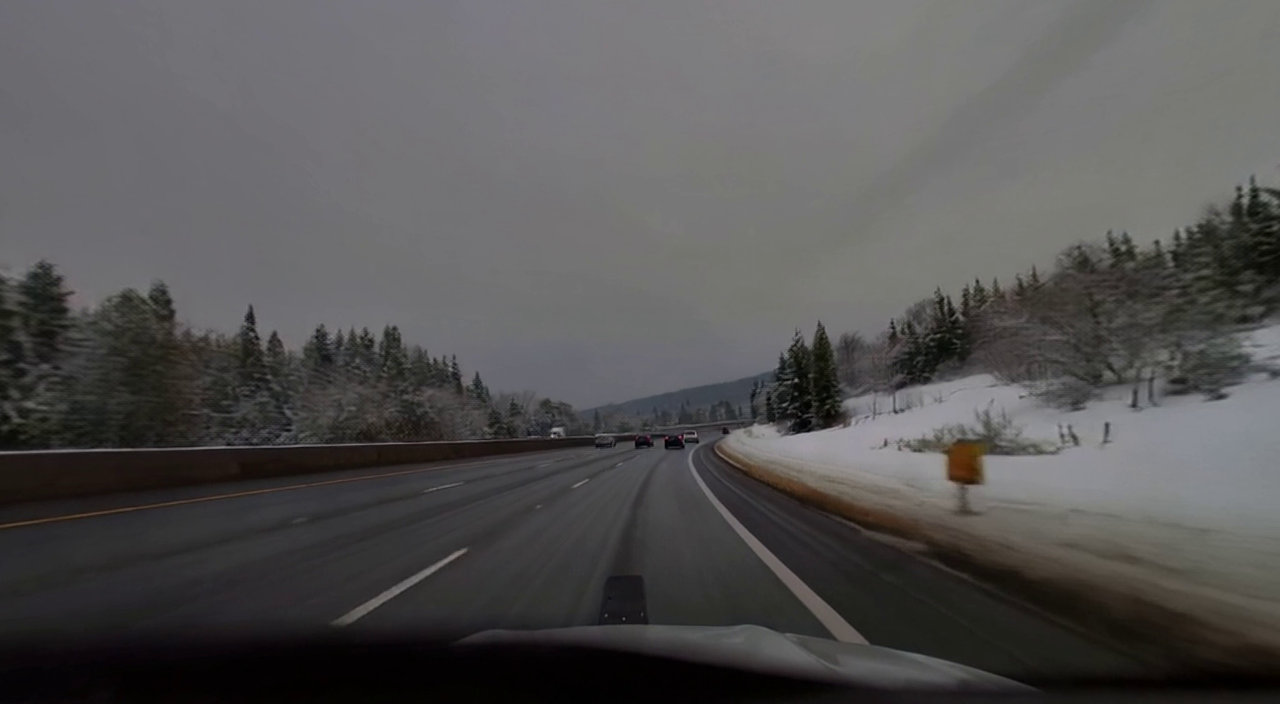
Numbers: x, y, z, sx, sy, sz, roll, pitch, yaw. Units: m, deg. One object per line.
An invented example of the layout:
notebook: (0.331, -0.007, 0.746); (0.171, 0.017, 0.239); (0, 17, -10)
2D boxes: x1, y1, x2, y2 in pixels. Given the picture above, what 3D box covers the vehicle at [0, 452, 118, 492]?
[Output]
vehicle: (-24.650, 4.984, 26.411); (1.762, 1.532, 4.226); (-1, -10, 4)
